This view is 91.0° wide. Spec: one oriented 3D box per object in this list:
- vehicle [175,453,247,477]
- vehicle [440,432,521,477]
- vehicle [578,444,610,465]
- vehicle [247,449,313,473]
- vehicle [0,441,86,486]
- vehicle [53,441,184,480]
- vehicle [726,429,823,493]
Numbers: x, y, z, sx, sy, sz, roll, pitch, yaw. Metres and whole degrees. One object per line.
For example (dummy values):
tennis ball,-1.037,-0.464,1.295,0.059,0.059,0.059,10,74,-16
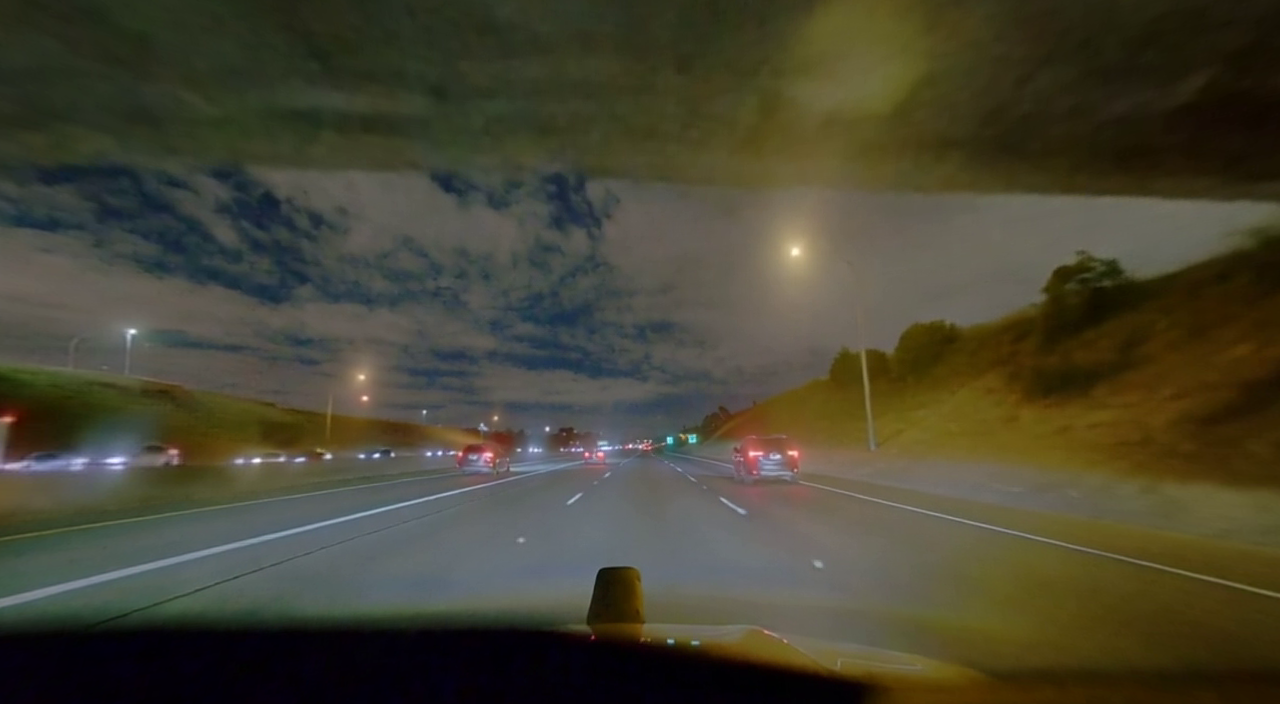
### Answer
vehicle,-28.954,7.613,42.697,1.801,1.493,4.345,0,-9,0
vehicle,-7.648,4.992,30.925,2.341,1.959,5.684,0,-9,1
vehicle,-3.540,7.978,49.010,2.067,1.528,4.551,0,-9,1
vehicle,-25.373,7.673,44.570,1.914,1.556,4.594,0,-9,0
vehicle,-28.885,5.010,28.488,2.241,1.906,5.939,0,-9,-1
vehicle,-25.296,5.275,30.858,2.090,1.746,5.035,0,-9,0
vehicle,3.949,3.301,19.331,1.990,1.735,4.276,0,-9,-1
